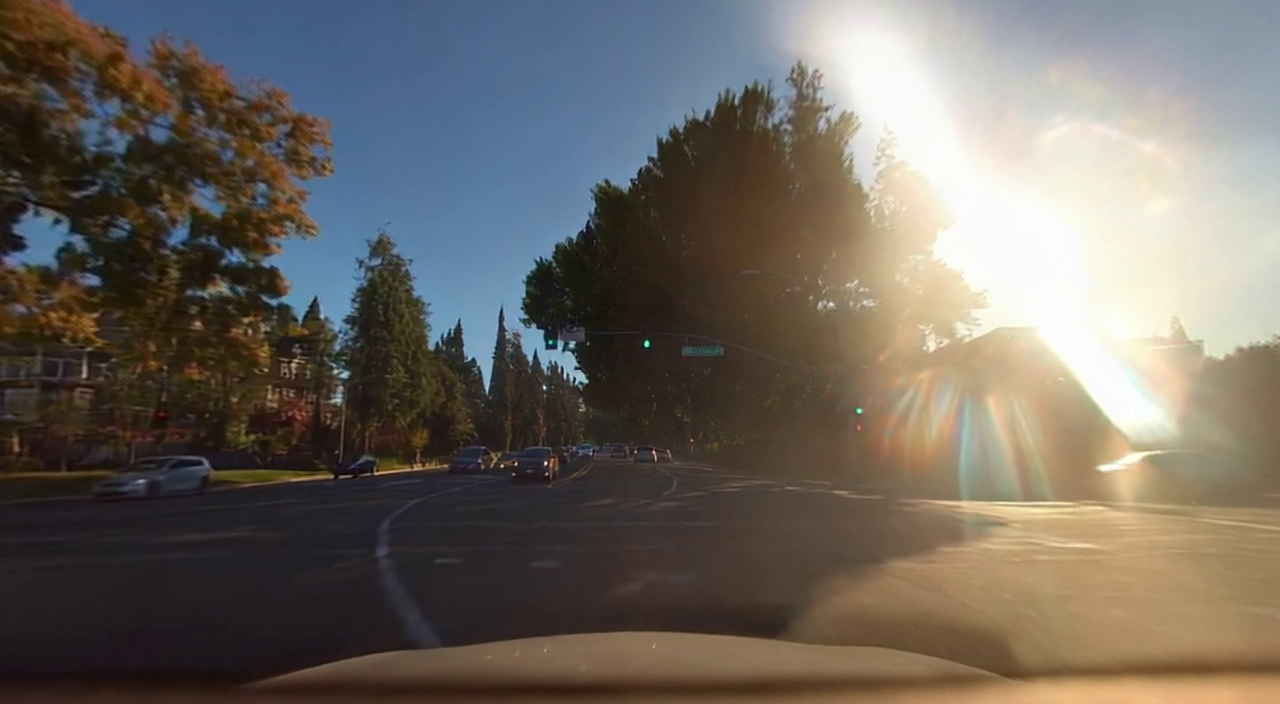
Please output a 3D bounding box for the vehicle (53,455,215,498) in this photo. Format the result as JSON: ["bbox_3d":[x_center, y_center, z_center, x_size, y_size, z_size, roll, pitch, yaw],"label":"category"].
[{"bbox_3d":[-20.704,5.085,26.102,2.164,1.556,4.678,-3,-10,18],"label":"vehicle"}]

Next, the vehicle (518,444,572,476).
[{"bbox_3d":[-4.753,5.485,32.199,1.994,1.494,4.599,0,-9,1],"label":"vehicle"}]

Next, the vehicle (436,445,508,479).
[{"bbox_3d":[-7.809,5.164,29.762,2.154,1.499,4.461,0,-9,0],"label":"vehicle"}]

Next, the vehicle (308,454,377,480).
[{"bbox_3d":[-18.241,7.030,38.917,1.915,1.477,4.411,0,-9,3],"label":"vehicle"}]

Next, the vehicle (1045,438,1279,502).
[{"bbox_3d":[15.014,3.388,18.379,4.732,1.713,2.257,0,-9,4],"label":"vehicle"}]

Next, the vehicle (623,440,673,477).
[{"bbox_3d":[0.397,5.510,32.752,2.437,1.737,4.420,0,-9,0],"label":"vehicle"}]
